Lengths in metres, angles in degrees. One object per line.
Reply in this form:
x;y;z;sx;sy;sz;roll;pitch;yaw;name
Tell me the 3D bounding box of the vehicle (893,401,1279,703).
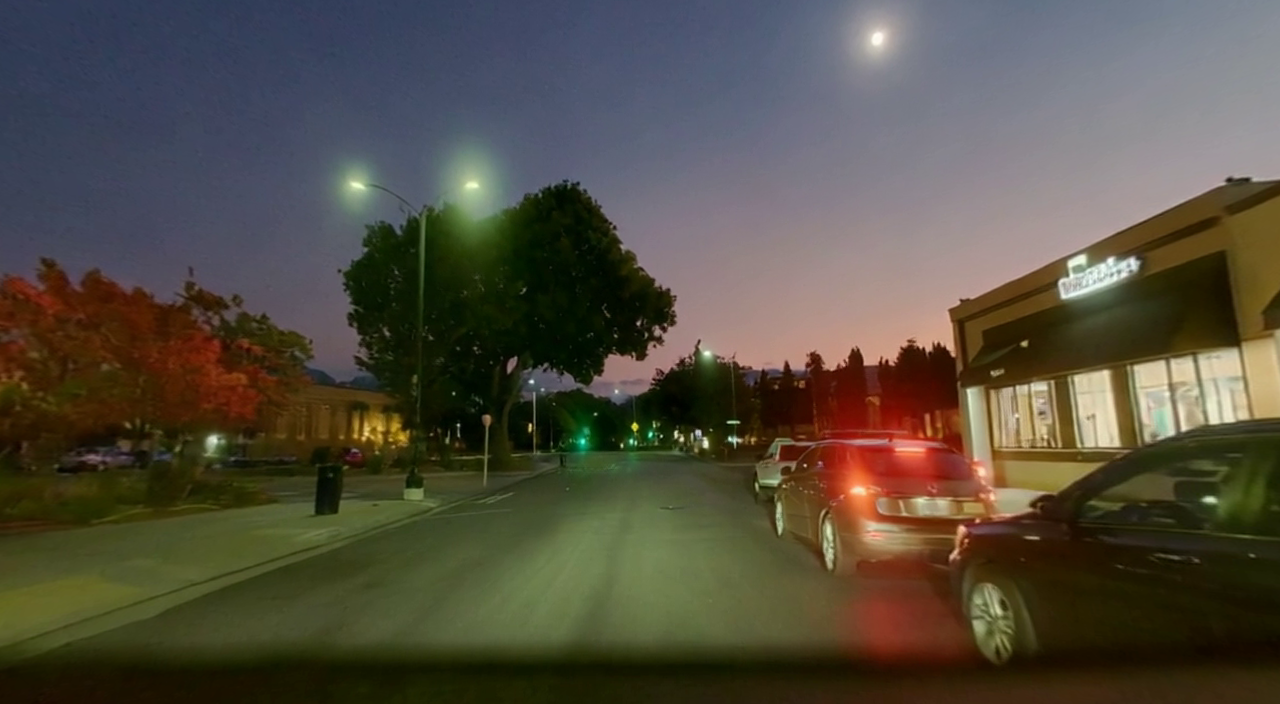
3.046;1.031;2.677;2.064;1.532;4.596;0;-9;1;vehicle
